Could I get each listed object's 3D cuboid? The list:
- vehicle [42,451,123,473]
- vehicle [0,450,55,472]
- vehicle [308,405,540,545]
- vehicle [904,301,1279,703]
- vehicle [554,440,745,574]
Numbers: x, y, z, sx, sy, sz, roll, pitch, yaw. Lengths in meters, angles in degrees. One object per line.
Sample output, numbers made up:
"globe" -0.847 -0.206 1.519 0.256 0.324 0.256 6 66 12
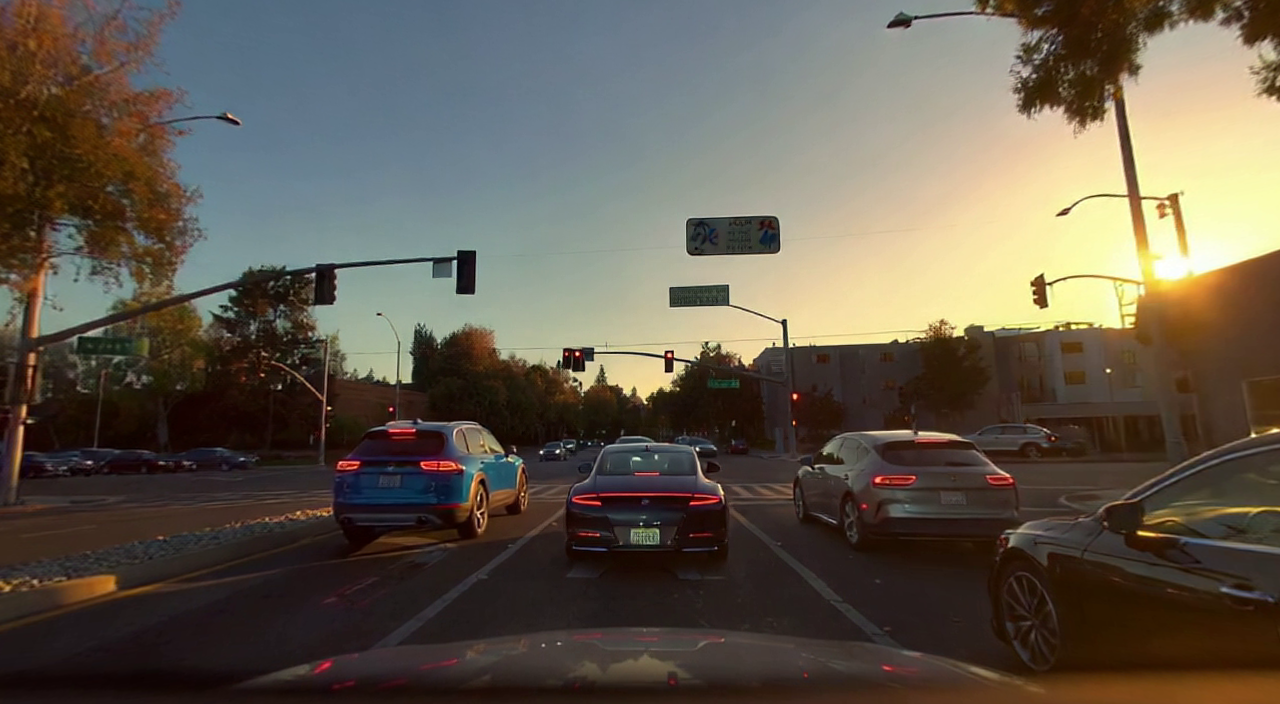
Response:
"vehicle" -41.305 8.155 46.781 4.195 1.533 1.752 0 -8 -3
"vehicle" -46.160 7.956 46.164 4.545 1.558 1.833 0 -8 -4
"vehicle" -3.162 1.941 10.564 2.061 1.781 4.842 0 -8 1
"vehicle" 3.098 0.805 2.518 2.143 1.759 4.531 0 -8 1
"vehicle" 0.113 1.866 8.385 1.945 1.343 3.827 0 -8 1
